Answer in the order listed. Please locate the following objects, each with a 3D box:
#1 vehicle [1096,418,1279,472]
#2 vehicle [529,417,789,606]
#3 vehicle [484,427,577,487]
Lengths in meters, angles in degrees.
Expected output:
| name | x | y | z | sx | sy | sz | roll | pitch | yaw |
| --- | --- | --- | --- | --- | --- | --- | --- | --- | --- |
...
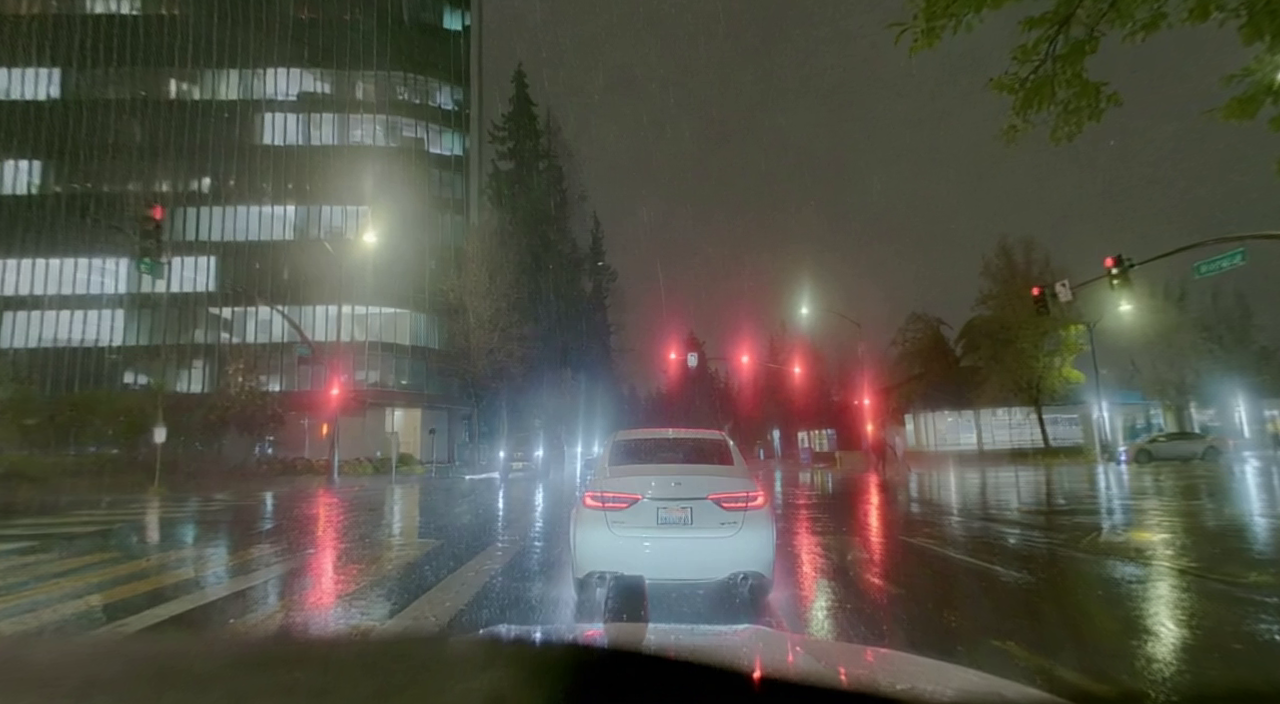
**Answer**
| name | x | y | z | sx | sy | sz | roll | pitch | yaw |
| --- | --- | --- | --- | --- | --- | --- | --- | --- | --- |
| vehicle | 19.174 | 3.268 | 22.216 | 4.675 | 1.772 | 1.945 | 0 | -8 | -1 |
| vehicle | -0.135 | 1.644 | 7.491 | 1.893 | 1.532 | 4.145 | 2 | -9 | -16 |
| vehicle | -3.838 | 3.821 | 23.250 | 2.317 | 1.924 | 5.518 | 0 | -8 | 1 |
